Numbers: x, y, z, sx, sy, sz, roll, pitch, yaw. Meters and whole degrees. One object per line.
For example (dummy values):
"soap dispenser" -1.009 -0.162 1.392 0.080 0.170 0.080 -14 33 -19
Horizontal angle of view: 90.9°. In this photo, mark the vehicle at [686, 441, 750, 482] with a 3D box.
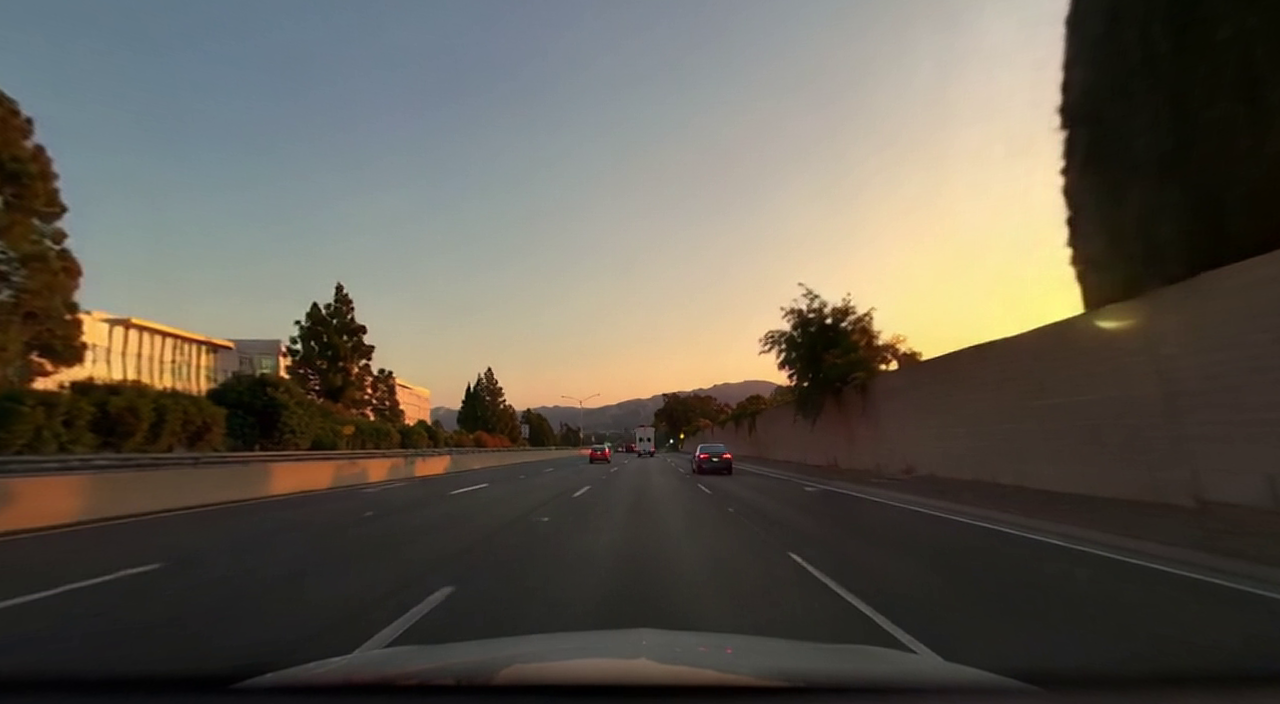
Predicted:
"vehicle" 3.158 4.536 26.431 1.973 1.536 4.337 0 -9 -2

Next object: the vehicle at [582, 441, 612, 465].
"vehicle" -3.357 8.003 49.951 2.014 1.811 4.369 0 -9 1
